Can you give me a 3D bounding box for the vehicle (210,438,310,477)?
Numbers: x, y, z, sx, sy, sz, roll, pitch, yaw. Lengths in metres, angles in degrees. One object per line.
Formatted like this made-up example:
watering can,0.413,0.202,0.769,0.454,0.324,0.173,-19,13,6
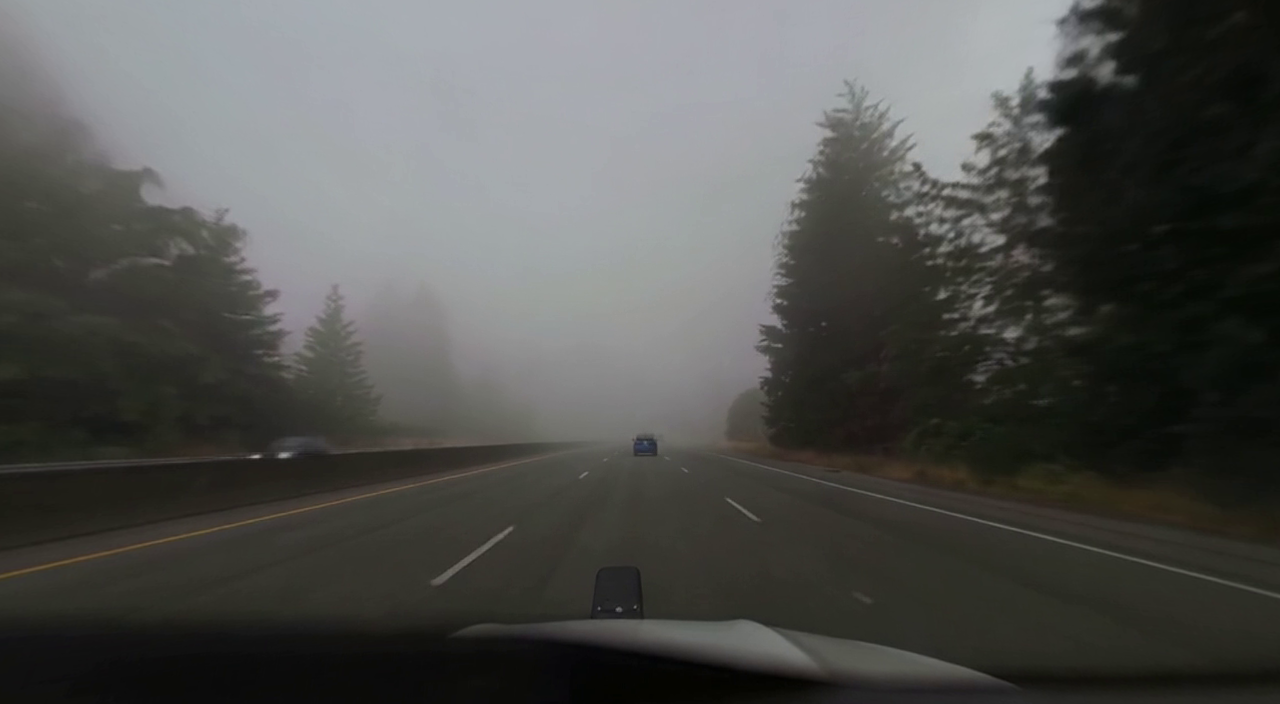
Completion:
vehicle,-16.123,4.449,26.948,1.827,1.510,3.956,0,-8,0
